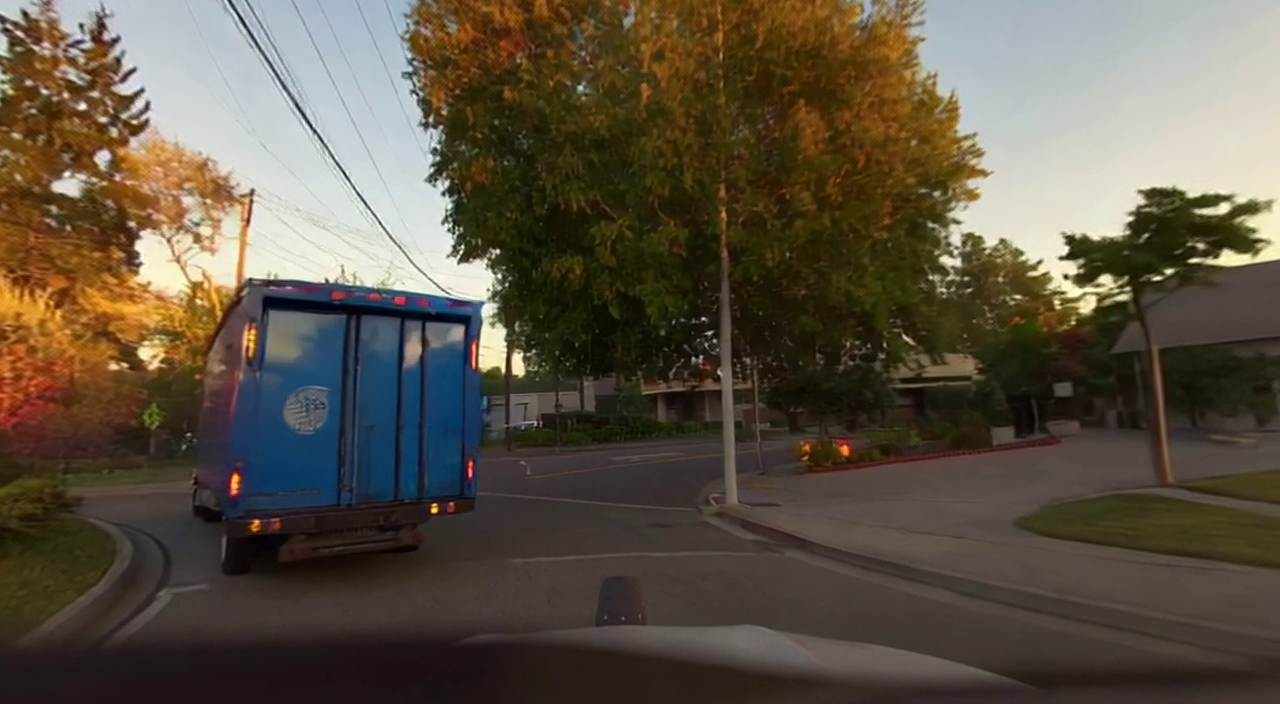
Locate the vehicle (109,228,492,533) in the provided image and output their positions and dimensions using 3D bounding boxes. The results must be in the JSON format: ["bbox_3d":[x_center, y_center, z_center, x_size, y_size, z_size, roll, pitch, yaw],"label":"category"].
[{"bbox_3d":[-6.641,0.870,11.122,9.680,3.326,2.838,-8,-11,43],"label":"vehicle"}]
